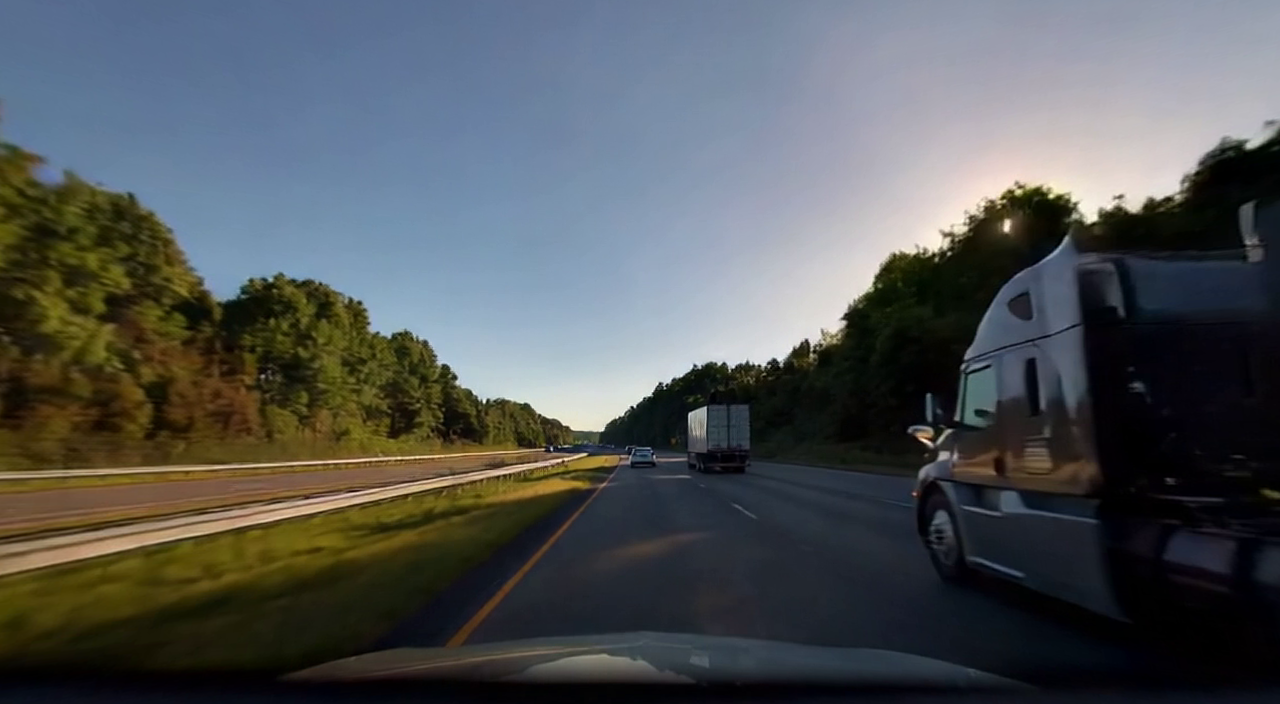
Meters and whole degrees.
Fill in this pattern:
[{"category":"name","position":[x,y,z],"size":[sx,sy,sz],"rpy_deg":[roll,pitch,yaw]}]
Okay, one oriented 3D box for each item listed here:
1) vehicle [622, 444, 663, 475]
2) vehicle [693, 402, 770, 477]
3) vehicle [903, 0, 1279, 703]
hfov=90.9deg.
[{"category":"vehicle","position":[0.106,5.638,33.360],"size":[2.051,1.513,4.511],"rpy_deg":[0,-9,-1]},{"category":"vehicle","position":[4.286,4.304,30.749],"size":[2.684,3.263,5.865],"rpy_deg":[0,-9,-2]},{"category":"vehicle","position":[3.794,-0.218,2.241],"size":[3.025,3.897,5.853],"rpy_deg":[0,-9,0]}]
